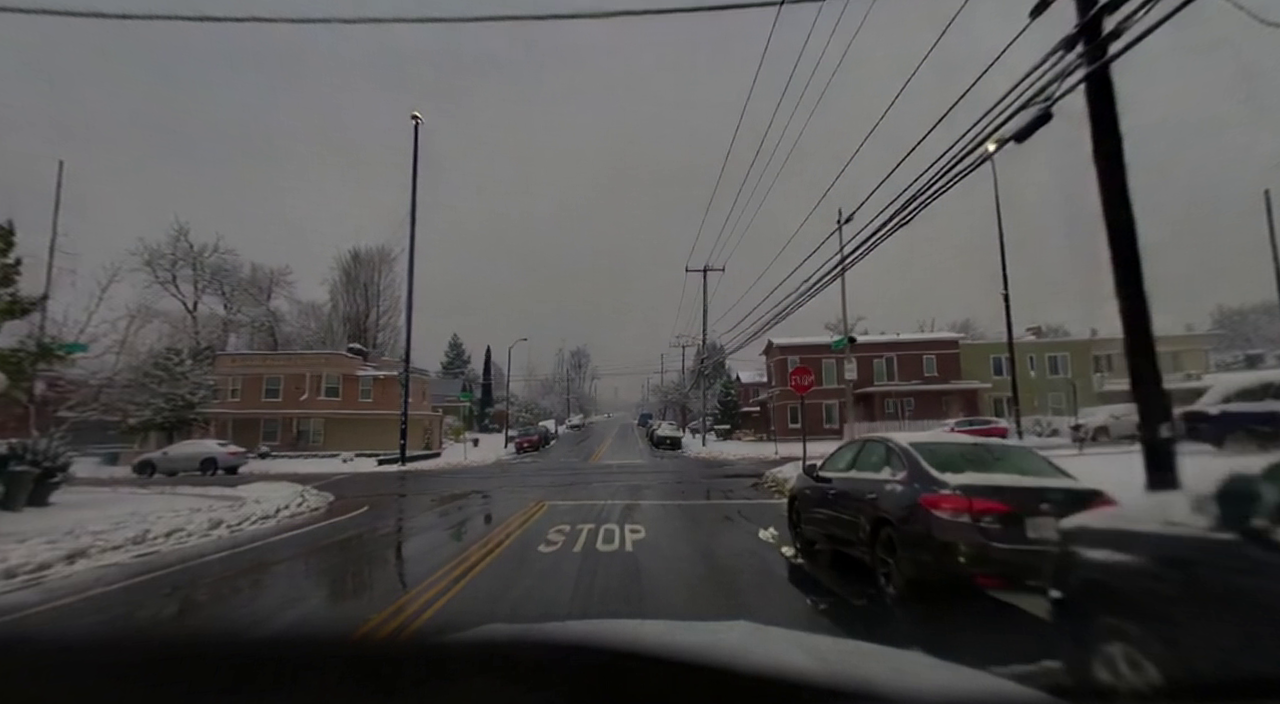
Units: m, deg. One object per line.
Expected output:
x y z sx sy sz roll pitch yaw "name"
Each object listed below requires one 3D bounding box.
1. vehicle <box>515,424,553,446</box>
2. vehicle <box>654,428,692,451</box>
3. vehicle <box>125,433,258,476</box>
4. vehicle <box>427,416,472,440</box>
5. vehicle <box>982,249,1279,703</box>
-7.865 6.267 47.300 2.065 1.553 4.636 0 -8 0 "vehicle"
2.169 5.980 43.051 2.120 1.487 4.360 0 -8 -3 "vehicle"
-19.467 4.449 27.612 4.181 1.742 1.945 1 -8 -10 "vehicle"
-13.899 5.651 46.435 1.992 1.678 4.658 0 -8 -2 "vehicle"
3.198 0.477 0.644 2.375 1.945 5.670 0 -8 -2 "vehicle"
